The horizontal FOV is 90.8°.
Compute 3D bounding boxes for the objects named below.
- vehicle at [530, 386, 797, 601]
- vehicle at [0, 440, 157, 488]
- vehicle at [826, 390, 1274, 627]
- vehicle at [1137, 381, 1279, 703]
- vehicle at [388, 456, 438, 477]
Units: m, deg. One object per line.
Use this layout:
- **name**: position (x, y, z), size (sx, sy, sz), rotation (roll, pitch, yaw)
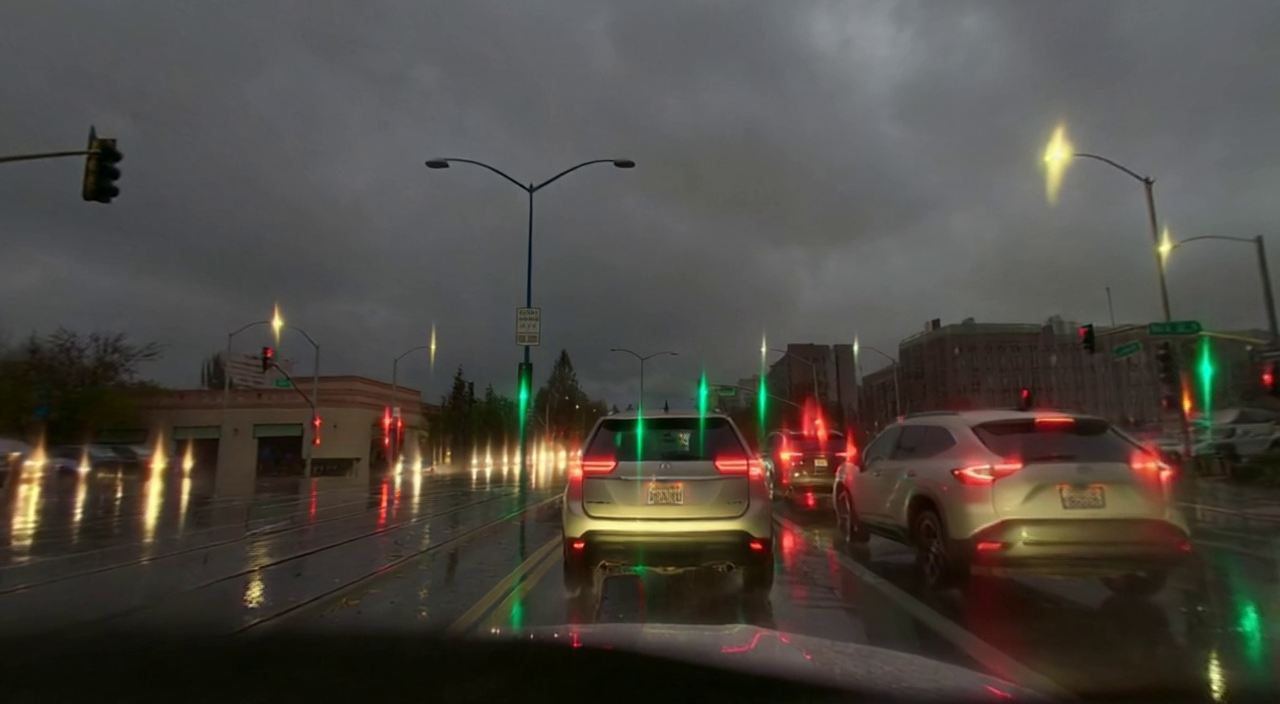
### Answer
- **vehicle**: position (0.248, 1.548, 7.722), size (2.292, 1.840, 4.394), rotation (0, -9, 1)
- **vehicle**: position (-24.553, 4.849, 27.547), size (5.062, 1.946, 2.243), rotation (0, -9, -1)
- **vehicle**: position (3.605, 1.458, 6.804), size (2.018, 1.701, 4.288), rotation (0, -9, 2)
- **vehicle**: position (3.103, 0.579, 0.241), size (2.056, 1.516, 4.776), rotation (0, -9, 2)
- **vehicle**: position (-17.228, 8.672, 48.131), size (1.872, 1.477, 3.981), rotation (-1, -9, 8)
